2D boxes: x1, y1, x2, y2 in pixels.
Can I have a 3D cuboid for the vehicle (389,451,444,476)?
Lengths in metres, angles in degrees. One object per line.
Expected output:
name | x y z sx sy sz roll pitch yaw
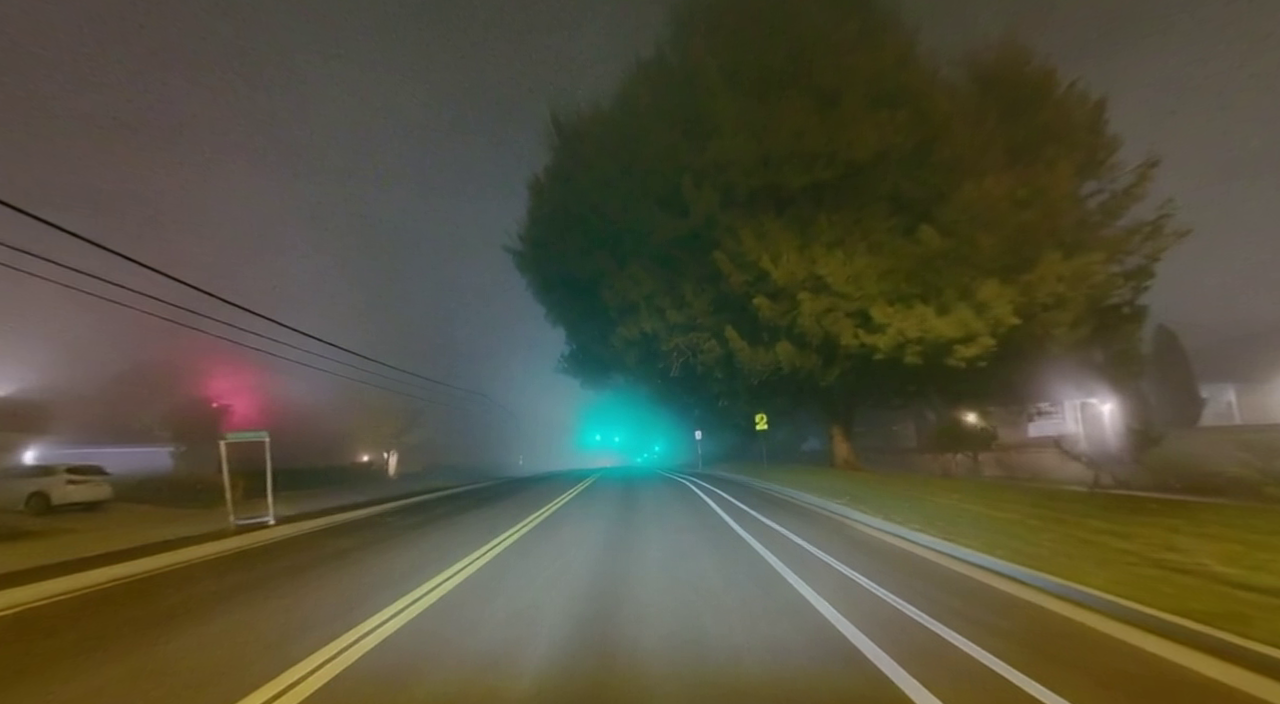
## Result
vehicle | -16.472 8.229 46.664 1.897 1.698 4.532 -1 -8 8

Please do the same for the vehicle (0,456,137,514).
vehicle | -20.430 4.545 21.851 4.459 1.772 2.011 -1 -9 9
